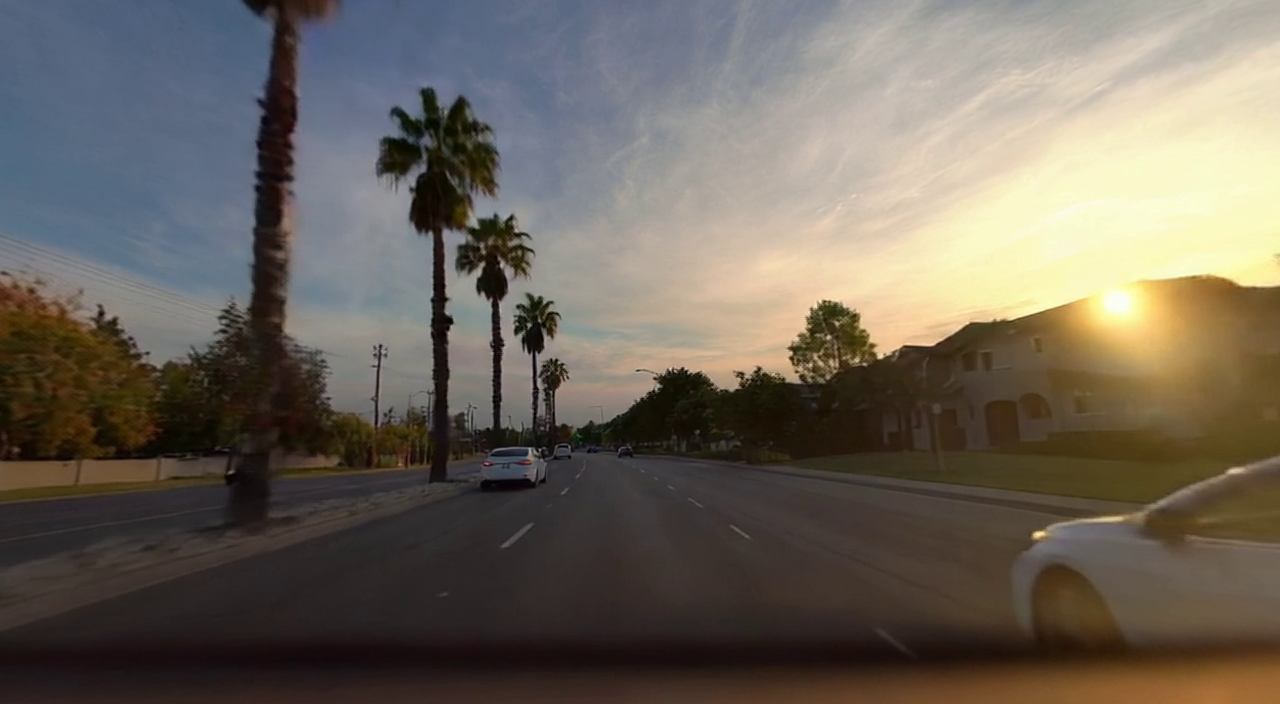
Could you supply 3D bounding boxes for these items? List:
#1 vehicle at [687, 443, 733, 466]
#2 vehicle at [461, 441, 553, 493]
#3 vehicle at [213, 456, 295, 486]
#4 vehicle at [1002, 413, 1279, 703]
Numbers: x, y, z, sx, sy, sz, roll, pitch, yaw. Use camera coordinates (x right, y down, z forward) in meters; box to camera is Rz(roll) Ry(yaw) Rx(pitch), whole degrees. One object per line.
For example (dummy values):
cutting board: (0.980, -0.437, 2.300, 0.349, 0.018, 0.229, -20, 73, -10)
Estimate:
vehicle: (4.998, 7.472, 46.151, 2.169, 1.559, 5.849, 1, -9, -5)
vehicle: (-4.153, 3.697, 20.604, 2.108, 1.475, 4.555, 0, -9, -1)
vehicle: (-22.568, 6.971, 37.227, 2.191, 1.482, 4.661, -2, -9, -4)
vehicle: (3.074, 0.771, 1.124, 1.941, 1.424, 4.720, 0, -9, -2)
